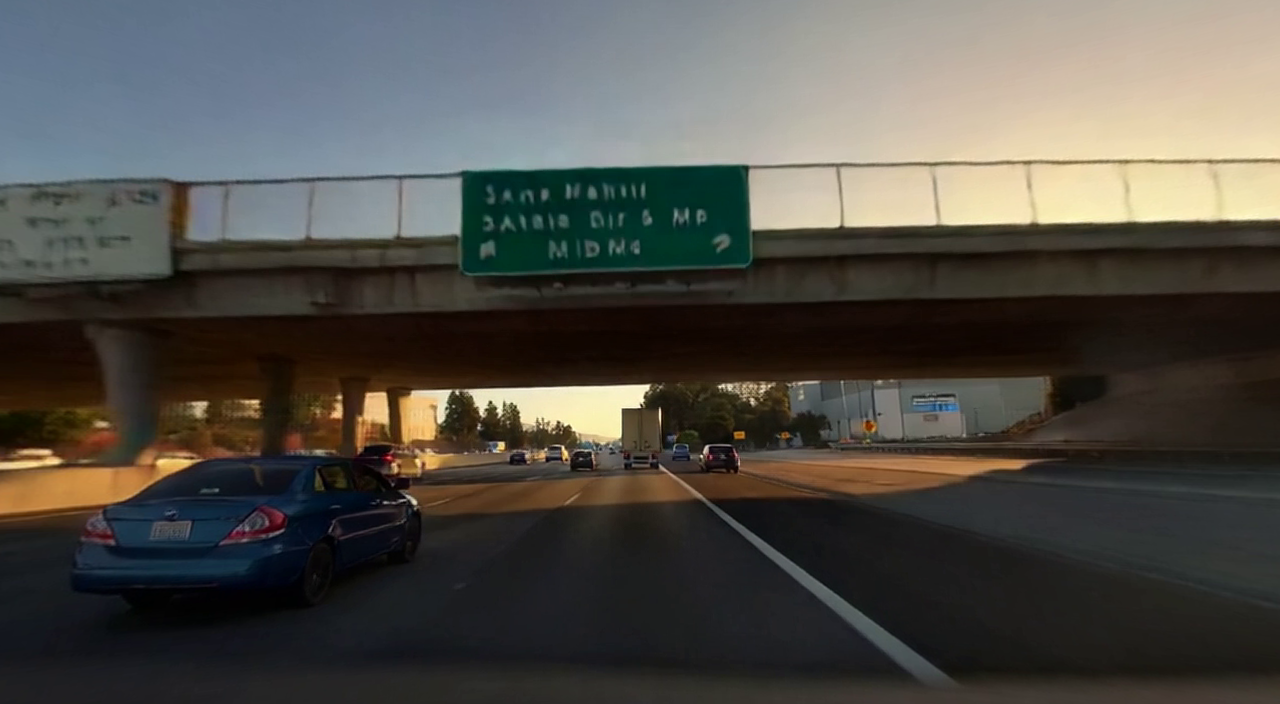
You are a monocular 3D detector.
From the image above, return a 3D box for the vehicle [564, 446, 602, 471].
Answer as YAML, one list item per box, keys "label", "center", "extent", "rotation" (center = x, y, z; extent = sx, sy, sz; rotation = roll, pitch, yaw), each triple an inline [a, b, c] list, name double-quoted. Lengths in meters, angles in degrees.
- label: "vehicle"
  center: [-3.698, 7.016, 41.643]
  extent: [2.083, 1.576, 4.307]
  rotation: [0, -9, 0]

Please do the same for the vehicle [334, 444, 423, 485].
- label: "vehicle"
  center: [-11.238, 4.836, 27.403]
  extent: [1.966, 1.627, 4.258]
  rotation: [0, -9, 1]

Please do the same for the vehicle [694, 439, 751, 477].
- label: "vehicle"
  center: [3.874, 5.084, 30.365]
  extent: [2.107, 1.707, 4.445]
  rotation: [0, -9, -1]
